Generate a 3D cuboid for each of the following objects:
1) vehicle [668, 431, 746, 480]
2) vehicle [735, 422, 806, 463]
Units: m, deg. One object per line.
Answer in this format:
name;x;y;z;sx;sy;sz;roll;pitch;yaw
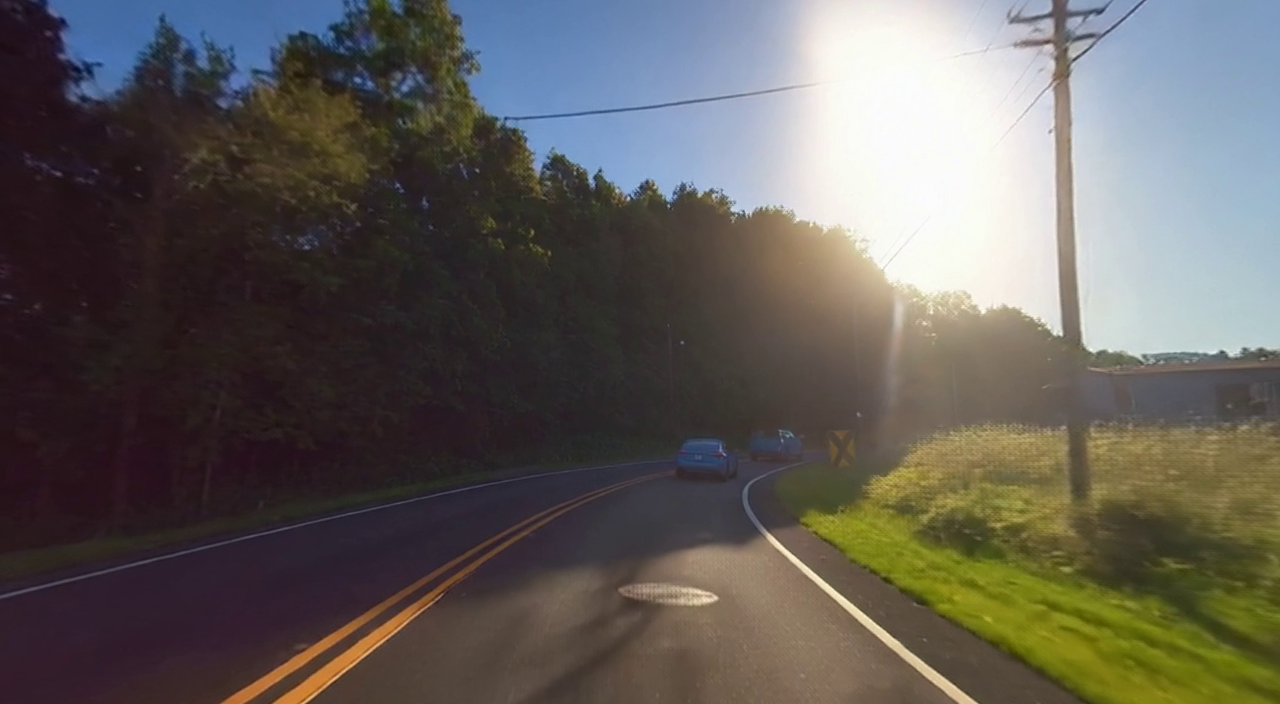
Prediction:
vehicle;2.538;3.735;23.021;2.157;1.565;4.243;-2;-9;15
vehicle;7.668;5.217;36.425;2.376;2.145;5.953;-4;-9;27
